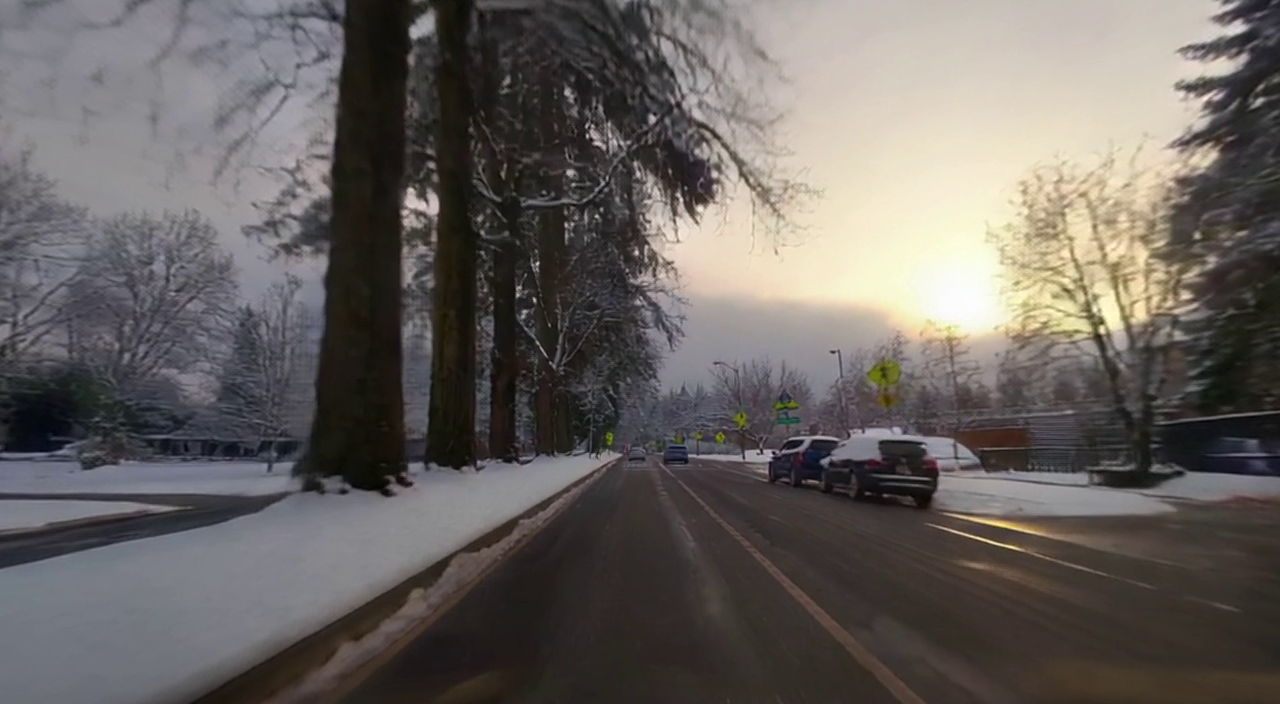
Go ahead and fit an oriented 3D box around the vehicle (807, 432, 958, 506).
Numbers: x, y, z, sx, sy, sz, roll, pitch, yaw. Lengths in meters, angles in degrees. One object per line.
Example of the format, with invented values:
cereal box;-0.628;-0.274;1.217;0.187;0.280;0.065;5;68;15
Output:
vehicle;6.431;3.152;17.565;2.040;1.710;5.200;0;-8;-1

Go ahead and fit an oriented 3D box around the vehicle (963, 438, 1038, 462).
vehicle;24.175;6.589;42.426;3.898;1.540;1.803;0;-9;1

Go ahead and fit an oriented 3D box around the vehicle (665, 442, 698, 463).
vehicle;3.058;7.562;47.528;2.142;1.501;4.273;0;-8;-1

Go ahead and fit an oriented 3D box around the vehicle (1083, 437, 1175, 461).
vehicle;32.937;6.540;42.622;4.544;1.443;1.914;-1;-7;2

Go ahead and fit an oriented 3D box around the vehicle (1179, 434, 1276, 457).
vehicle;39.658;6.324;42.701;4.648;1.456;1.864;-1;-9;-1
